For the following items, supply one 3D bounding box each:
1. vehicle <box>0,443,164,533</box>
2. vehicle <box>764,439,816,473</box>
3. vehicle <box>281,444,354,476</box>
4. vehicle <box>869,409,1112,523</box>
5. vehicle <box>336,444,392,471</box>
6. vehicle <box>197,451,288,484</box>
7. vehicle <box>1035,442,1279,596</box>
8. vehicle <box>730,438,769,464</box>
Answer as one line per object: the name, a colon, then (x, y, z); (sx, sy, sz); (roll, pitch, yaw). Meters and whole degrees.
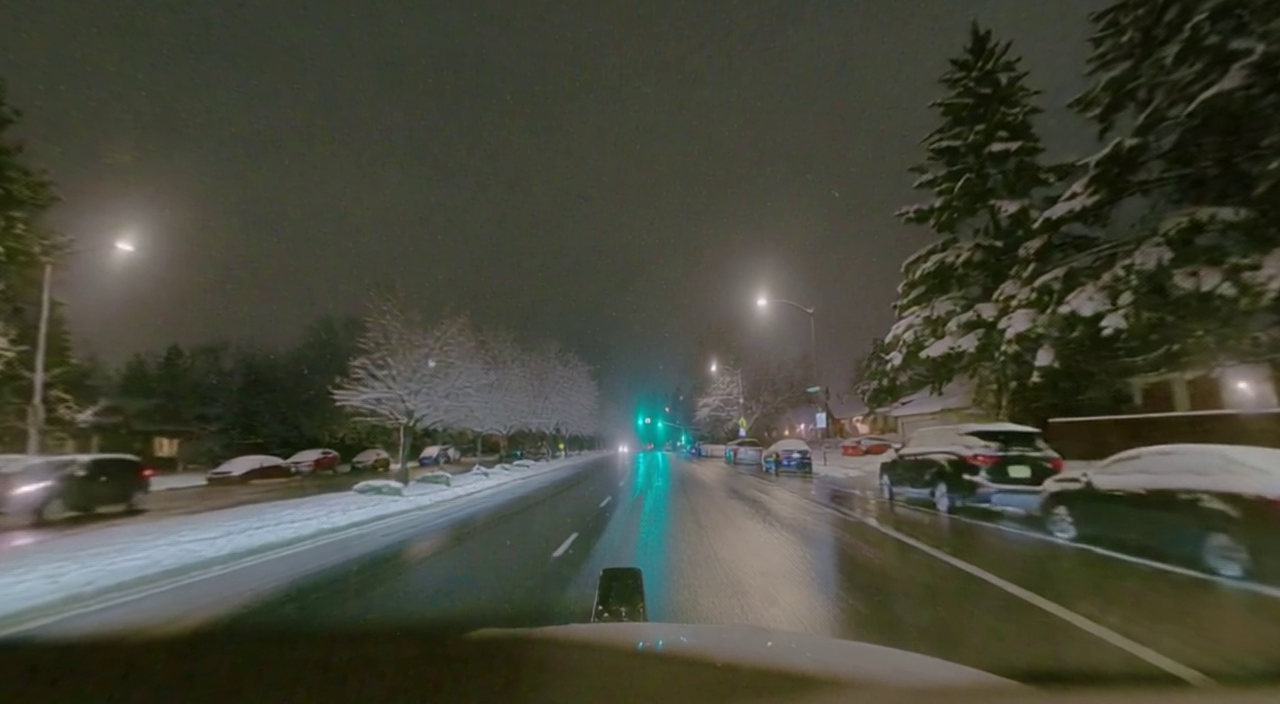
vehicle: (-11.585, 2.445, 11.682); (1.914, 1.472, 4.480); (0, -8, 0)
vehicle: (7.995, 5.547, 33.891); (1.910, 1.686, 4.399); (-1, -8, 3)
vehicle: (-20.275, 6.771, 39.694); (1.990, 1.844, 4.902); (0, -8, 0)
vehicle: (7.549, 2.519, 14.523); (2.306, 2.088, 5.571); (0, -8, -1)
vehicle: (-20.145, 7.691, 45.990); (1.901, 1.785, 4.676); (0, -8, 0)
vehicle: (-20.605, 5.982, 32.779); (1.910, 1.493, 4.190); (0, -8, 1)
vehicle: (7.149, 1.820, 7.474); (1.853, 1.480, 4.666); (0, -8, 0)
vehicle: (8.075, 7.346, 46.726); (2.032, 1.844, 4.964); (0, -8, 0)
